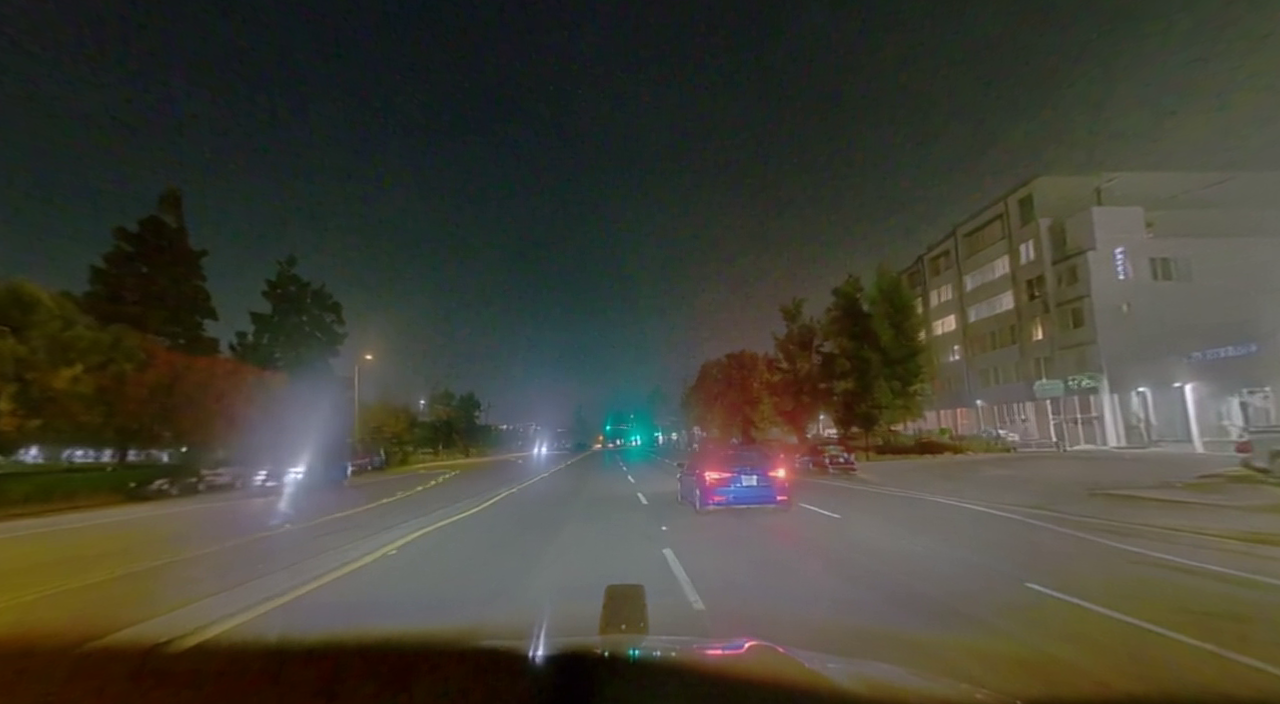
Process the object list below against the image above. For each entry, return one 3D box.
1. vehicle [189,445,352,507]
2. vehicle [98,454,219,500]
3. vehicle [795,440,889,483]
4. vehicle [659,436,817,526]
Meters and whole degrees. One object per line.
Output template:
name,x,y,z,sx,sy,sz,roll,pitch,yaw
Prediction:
vehicle,-10.207,3.410,17.947,1.990,1.496,4.598,0,-8,-2
vehicle,-20.854,5.371,27.579,1.888,1.751,4.526,0,-8,-4
vehicle,7.800,4.260,24.821,2.017,1.516,4.393,0,-8,-3
vehicle,1.672,2.434,12.552,2.141,1.443,4.499,0,-8,-4
